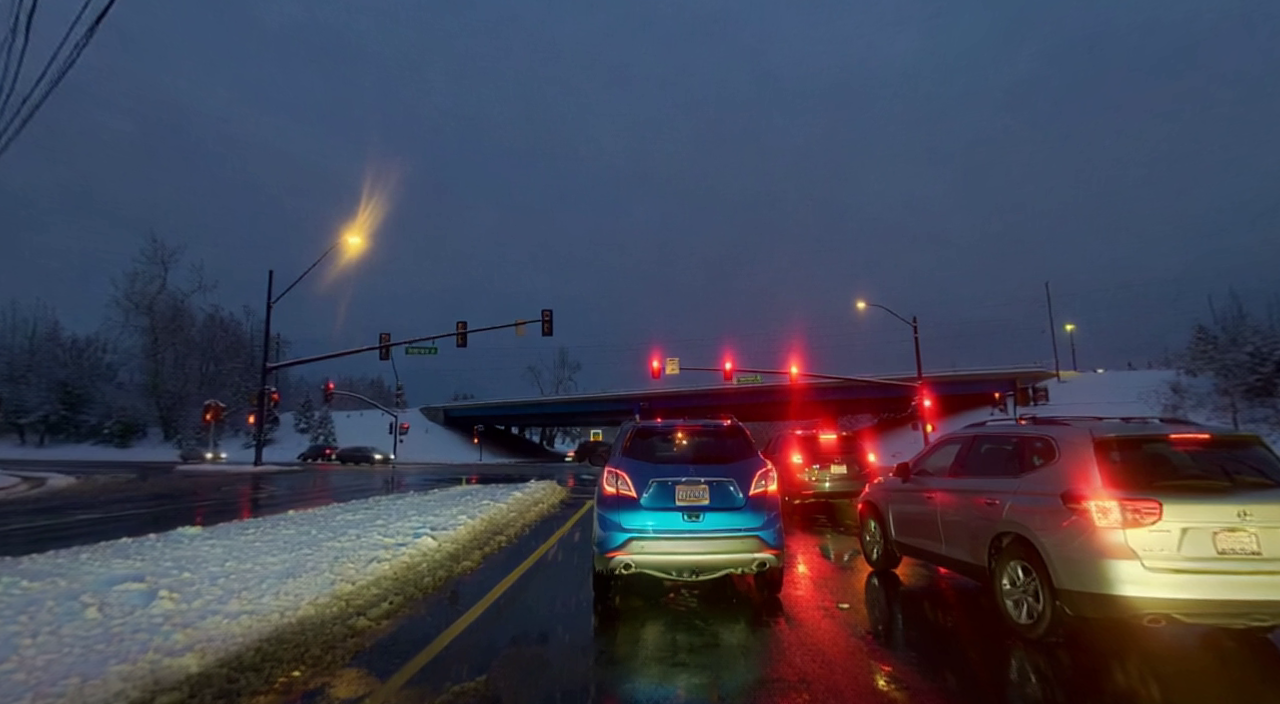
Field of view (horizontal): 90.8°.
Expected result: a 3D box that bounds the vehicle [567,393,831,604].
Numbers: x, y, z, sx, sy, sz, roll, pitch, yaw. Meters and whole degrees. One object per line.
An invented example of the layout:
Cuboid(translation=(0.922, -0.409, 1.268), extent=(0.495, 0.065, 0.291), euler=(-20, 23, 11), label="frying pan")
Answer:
Cuboid(translation=(0.445, 1.562, 7.615), extent=(2.240, 1.778, 4.335), euler=(0, -8, -2), label="vehicle")

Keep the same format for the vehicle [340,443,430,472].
Cuboid(translation=(-15.727, 6.491, 39.092), extent=(4.673, 1.740, 2.174), euler=(-2, -9, 13), label="vehicle")

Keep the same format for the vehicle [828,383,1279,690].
Cuboid(translation=(3.415, 1.336, 5.789), extent=(1.990, 1.649, 4.625), euler=(0, -8, 1), label="vehicle")

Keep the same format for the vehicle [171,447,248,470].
Cuboid(translation=(-29.626, 7.311, 43.462), extent=(4.411, 1.466, 1.998), euler=(-3, -9, 19), label="vehicle")
